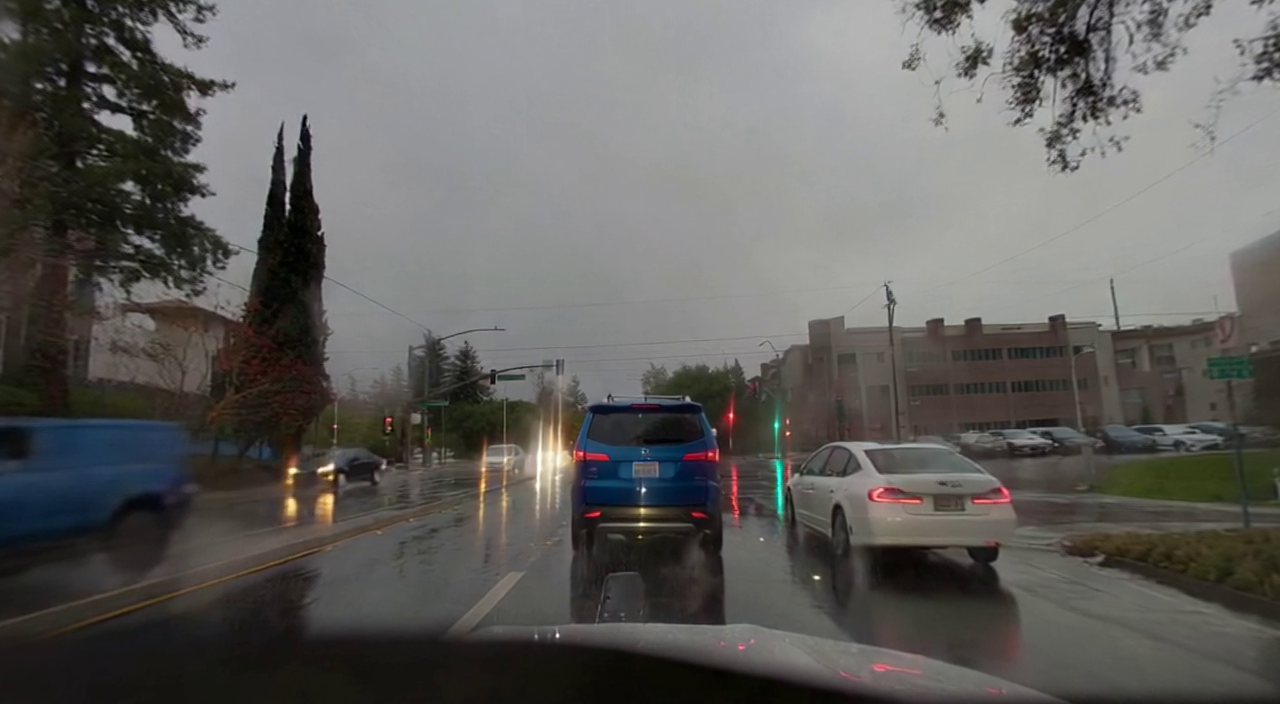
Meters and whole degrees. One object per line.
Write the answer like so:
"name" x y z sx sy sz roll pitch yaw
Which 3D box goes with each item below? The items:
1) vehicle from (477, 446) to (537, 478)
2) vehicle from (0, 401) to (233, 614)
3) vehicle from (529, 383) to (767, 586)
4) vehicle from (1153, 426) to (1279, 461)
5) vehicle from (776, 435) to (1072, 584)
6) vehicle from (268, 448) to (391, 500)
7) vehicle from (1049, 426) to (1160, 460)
"vehicle" -6.625 5.533 31.826 1.981 1.478 4.701 0 -9 1
"vehicle" -6.332 1.355 5.644 2.153 1.728 4.753 0 -9 -1
"vehicle" 0.039 1.590 8.255 2.296 1.947 4.168 0 -9 -1
"vehicle" 25.932 4.093 28.027 4.420 1.469 1.807 0 -8 1
"vehicle" 3.368 1.926 8.627 1.900 1.478 4.425 0 -9 -1
"vehicle" -10.581 4.159 21.856 1.772 1.561 4.773 0 -8 1
"vehicle" 26.666 5.241 36.151 4.704 1.919 2.130 0 -9 -2
